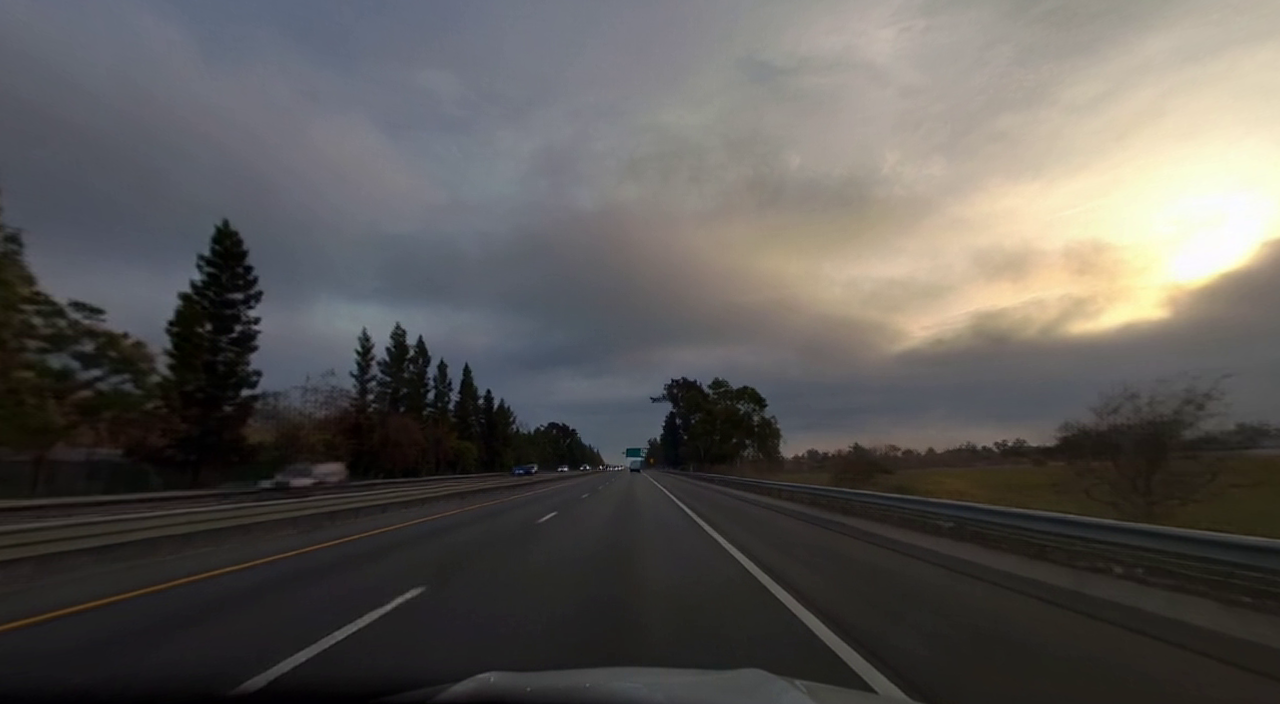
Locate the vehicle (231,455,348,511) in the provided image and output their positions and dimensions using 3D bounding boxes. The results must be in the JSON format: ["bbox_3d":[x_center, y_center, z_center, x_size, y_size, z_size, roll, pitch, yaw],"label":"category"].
[{"bbox_3d":[-12.917,4.862,23.579,1.962,1.839,4.078,1,-11,0],"label":"vehicle"}]
